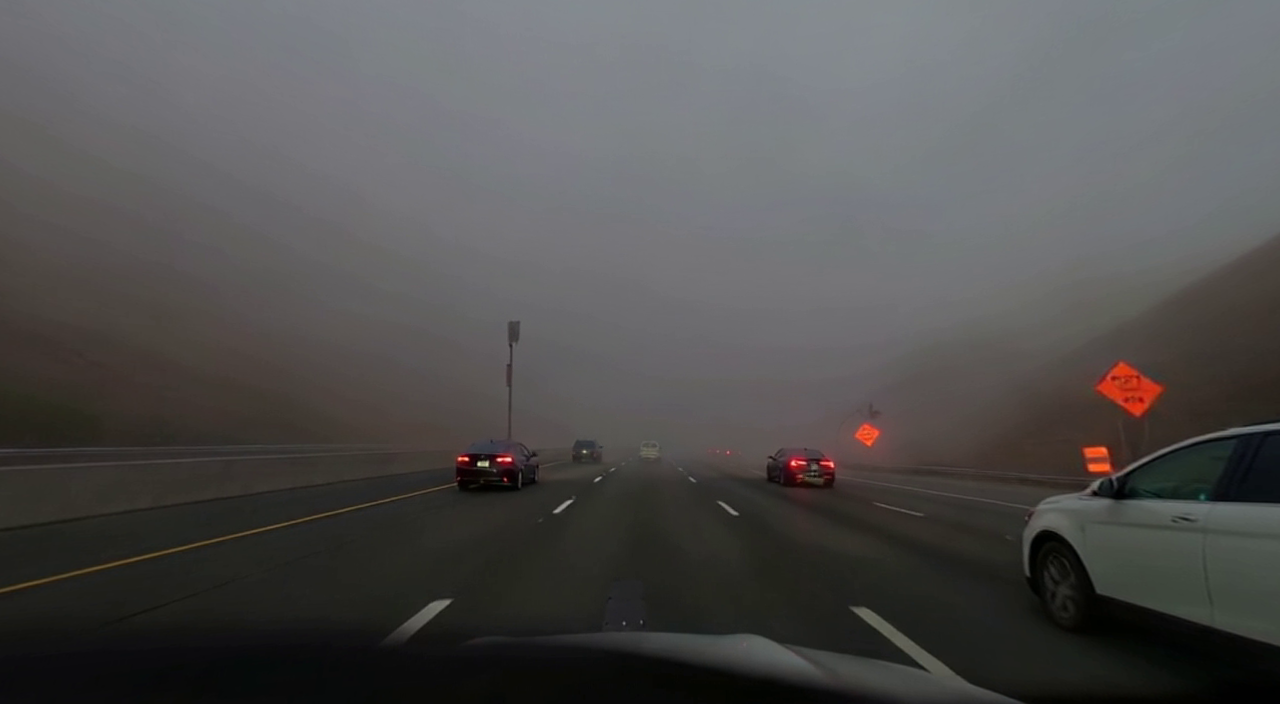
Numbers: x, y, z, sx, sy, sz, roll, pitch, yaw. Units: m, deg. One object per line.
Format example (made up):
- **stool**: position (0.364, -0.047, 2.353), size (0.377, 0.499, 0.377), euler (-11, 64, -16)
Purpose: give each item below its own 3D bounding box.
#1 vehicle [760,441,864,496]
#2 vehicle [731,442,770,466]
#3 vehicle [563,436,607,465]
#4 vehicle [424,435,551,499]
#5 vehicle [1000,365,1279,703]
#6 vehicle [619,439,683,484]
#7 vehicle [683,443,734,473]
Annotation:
- **vehicle**: position (5.076, 3.481, 19.238), size (1.867, 1.465, 4.093), euler (0, -8, -2)
- **vehicle**: position (8.173, 7.607, 47.131), size (2.042, 1.684, 4.609), euler (0, -8, 0)
- **vehicle**: position (-3.289, 6.019, 38.714), size (2.234, 1.675, 4.527), euler (0, -8, 1)
- **vehicle**: position (-3.806, 2.965, 16.631), size (2.232, 1.438, 4.163), euler (0, -8, 1)
- **vehicle**: position (3.864, 0.864, 2.595), size (2.018, 1.670, 4.658), euler (0, -8, 1)
- **vehicle**: position (0.374, 3.992, 23.320), size (2.138, 1.473, 4.392), euler (0, -8, 0)
- **vehicle**: position (3.530, 5.531, 33.202), size (2.177, 1.453, 4.205), euler (0, -8, 0)
